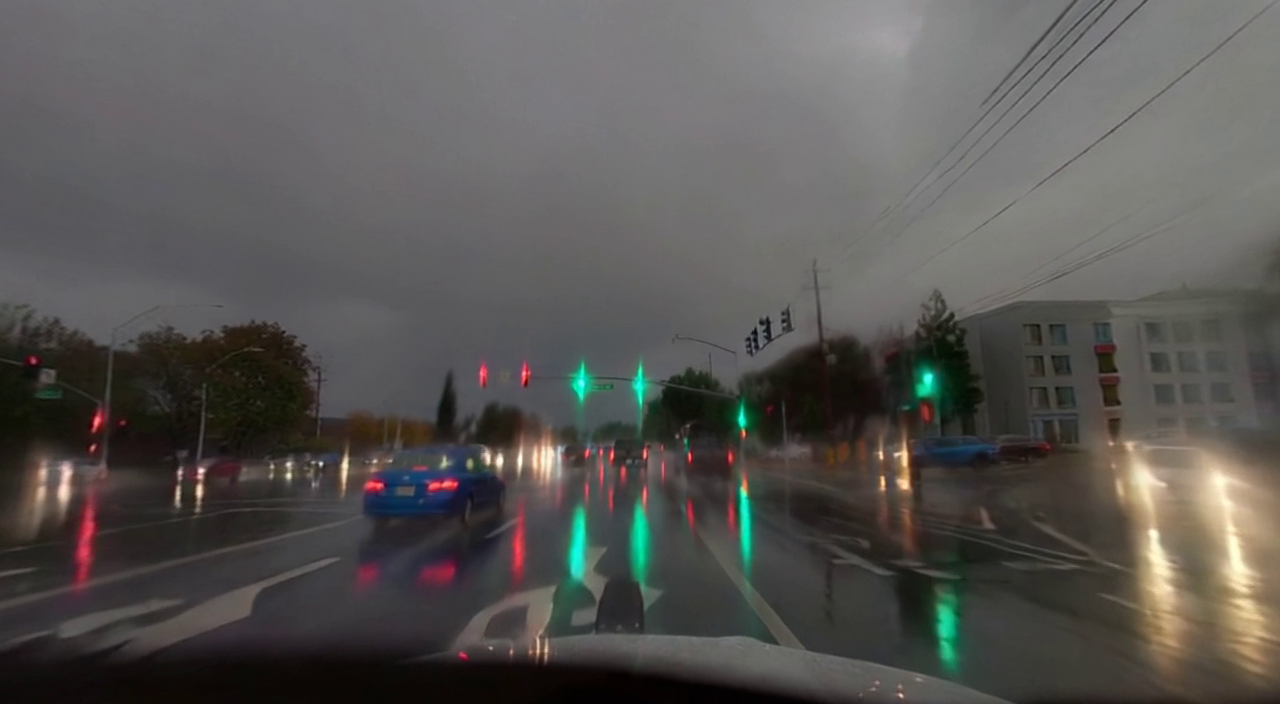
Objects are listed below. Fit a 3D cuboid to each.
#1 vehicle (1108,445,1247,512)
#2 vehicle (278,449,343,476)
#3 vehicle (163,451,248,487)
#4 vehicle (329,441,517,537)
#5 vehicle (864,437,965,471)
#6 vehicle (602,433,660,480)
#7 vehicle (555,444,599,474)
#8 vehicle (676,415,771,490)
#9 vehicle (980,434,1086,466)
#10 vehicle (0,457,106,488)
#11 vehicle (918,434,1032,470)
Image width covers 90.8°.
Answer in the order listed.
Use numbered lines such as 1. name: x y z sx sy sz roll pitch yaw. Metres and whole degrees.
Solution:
1. vehicle: 13.573 3.136 16.250 2.212 1.466 4.126 -6 -11 34
2. vehicle: -24.649 8.273 47.468 2.224 1.759 4.994 -3 -9 0
3. vehicle: -20.467 5.430 29.714 4.214 1.557 2.016 -7 -11 38
4. vehicle: -3.873 2.514 12.268 1.939 1.494 4.499 0 -9 1
5. vehicle: 15.271 5.705 35.242 4.681 1.756 2.109 2 -10 -9
6. vehicle: -0.332 5.274 32.099 2.643 2.145 5.585 0 -9 2
7. vehicle: -3.943 6.831 40.571 2.273 1.749 4.385 0 -9 2
8. vehicle: 3.140 4.079 25.820 2.905 2.636 6.895 0 -9 0
9. vehicle: 22.805 5.730 36.735 4.882 1.777 2.103 2 -10 -9
10. vehicle: -30.226 6.102 32.262 4.675 1.471 2.076 -2 -9 14
11. vehicle: 17.239 5.172 32.606 4.782 1.768 2.152 2 -10 -11
